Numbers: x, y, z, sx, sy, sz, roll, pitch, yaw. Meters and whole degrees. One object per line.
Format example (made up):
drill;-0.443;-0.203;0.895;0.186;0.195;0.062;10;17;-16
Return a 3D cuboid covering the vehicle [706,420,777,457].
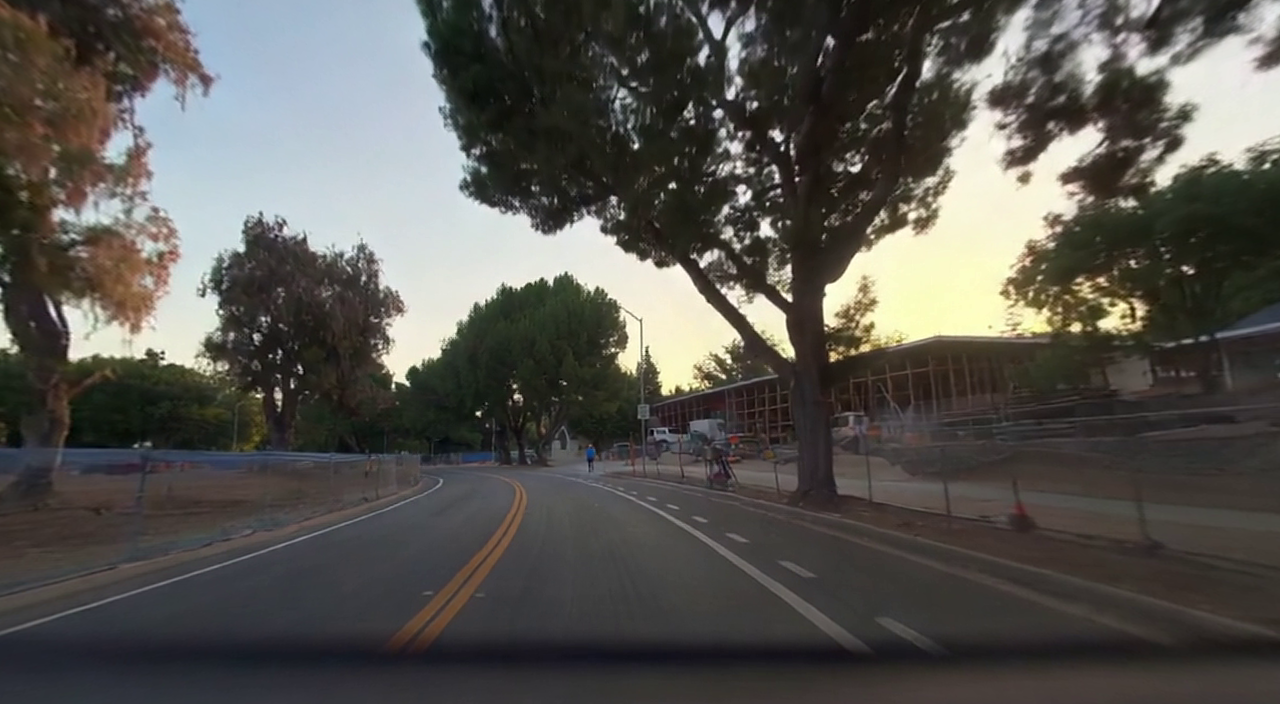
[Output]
vehicle;5.673;4.878;35.317;3.451;1.504;1.652;9;-14;-8

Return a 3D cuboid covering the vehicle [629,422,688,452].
vehicle;1.494;6.715;49.728;4.180;1.880;2.028;12;-12;-35

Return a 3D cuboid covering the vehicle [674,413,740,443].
vehicle;4.513;5.152;42.798;3.916;1.765;1.785;-2;-7;-19

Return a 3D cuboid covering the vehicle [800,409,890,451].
vehicle;7.823;3.062;24.454;1.635;1.445;3.563;1;-9;-13
